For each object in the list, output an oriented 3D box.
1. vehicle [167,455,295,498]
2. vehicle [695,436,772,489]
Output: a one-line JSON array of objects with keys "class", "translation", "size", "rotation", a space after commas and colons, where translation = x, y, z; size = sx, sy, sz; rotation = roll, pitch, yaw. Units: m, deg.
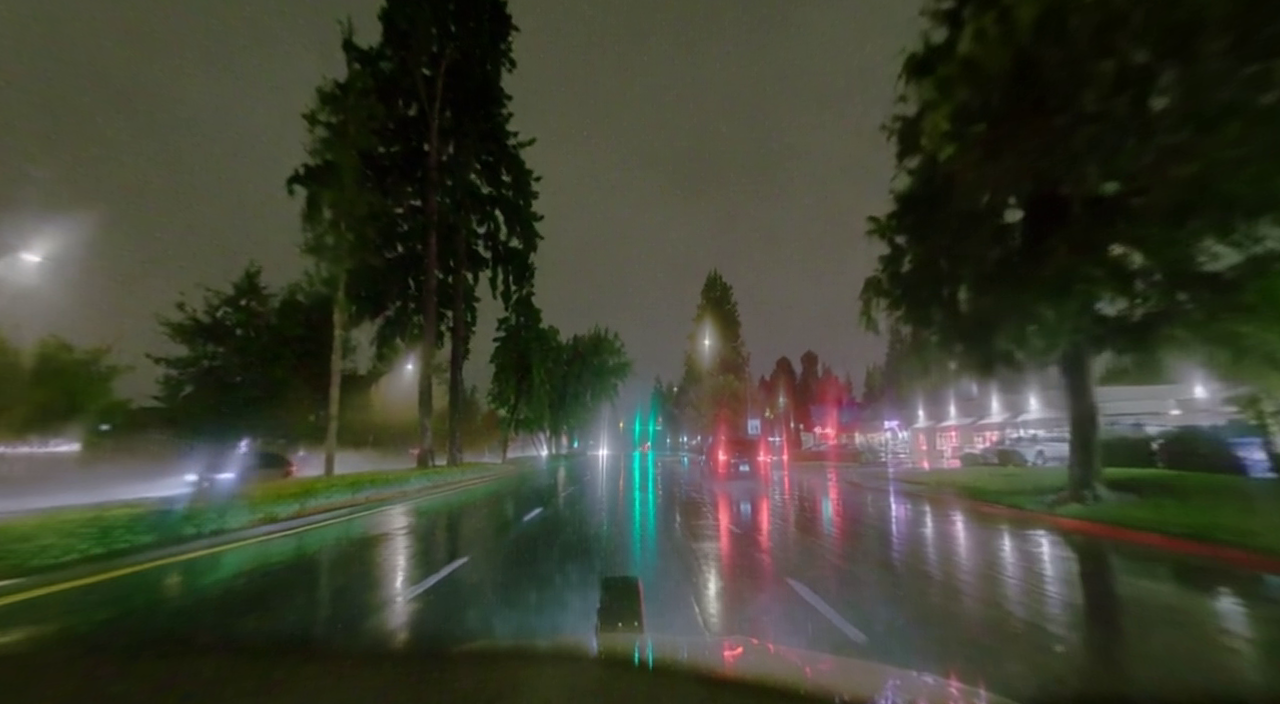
[{"class": "vehicle", "translation": [-16.360, 4.964, 25.525], "size": [1.934, 1.497, 4.745], "rotation": [0, -8, 1]}, {"class": "vehicle", "translation": [3.298, 3.998, 23.193], "size": [2.083, 1.743, 4.354], "rotation": [0, -8, -1]}]
